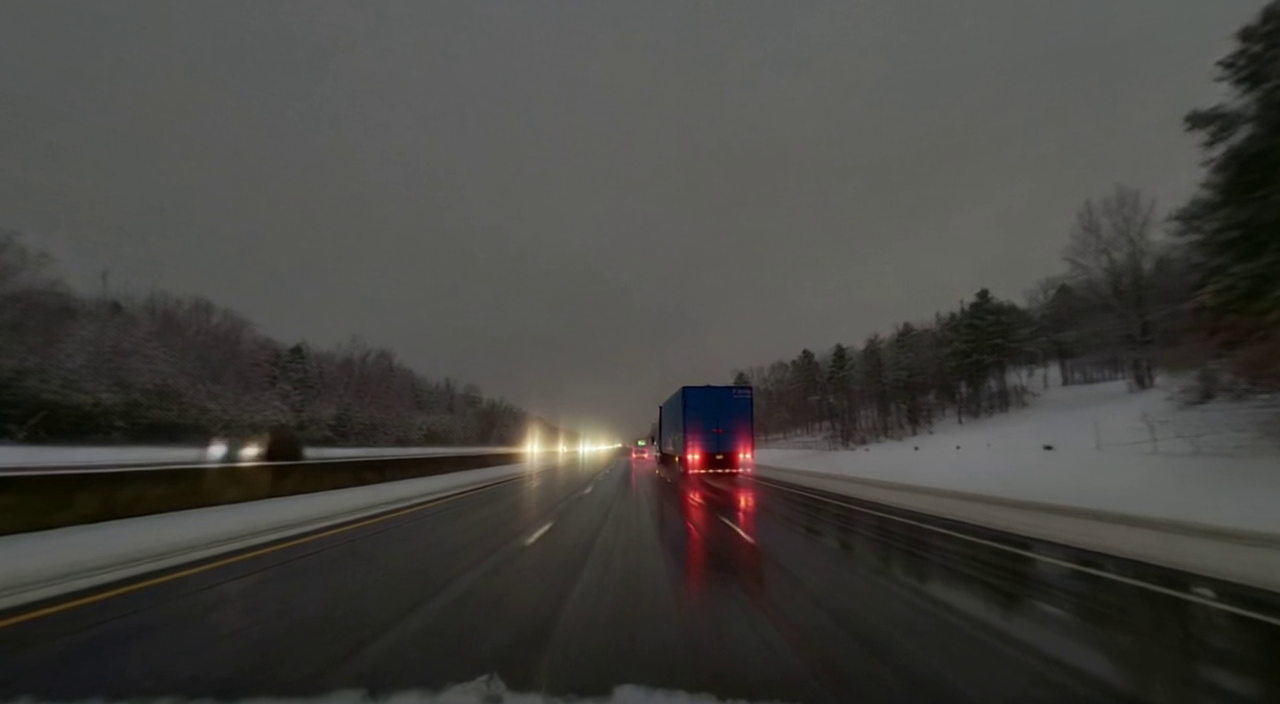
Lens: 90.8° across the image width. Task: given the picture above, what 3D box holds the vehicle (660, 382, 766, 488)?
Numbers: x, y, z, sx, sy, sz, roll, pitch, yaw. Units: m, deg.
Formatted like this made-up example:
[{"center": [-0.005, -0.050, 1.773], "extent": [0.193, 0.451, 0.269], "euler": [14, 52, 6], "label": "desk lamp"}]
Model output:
[{"center": [3.133, 4.550, 33.221], "extent": [3.462, 4.177, 16.311], "euler": [0, -9, -1], "label": "vehicle"}]

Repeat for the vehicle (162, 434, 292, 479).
[{"center": [-14.639, 3.733, 22.677], "extent": [1.805, 1.466, 4.228], "euler": [0, -9, 0], "label": "vehicle"}]
